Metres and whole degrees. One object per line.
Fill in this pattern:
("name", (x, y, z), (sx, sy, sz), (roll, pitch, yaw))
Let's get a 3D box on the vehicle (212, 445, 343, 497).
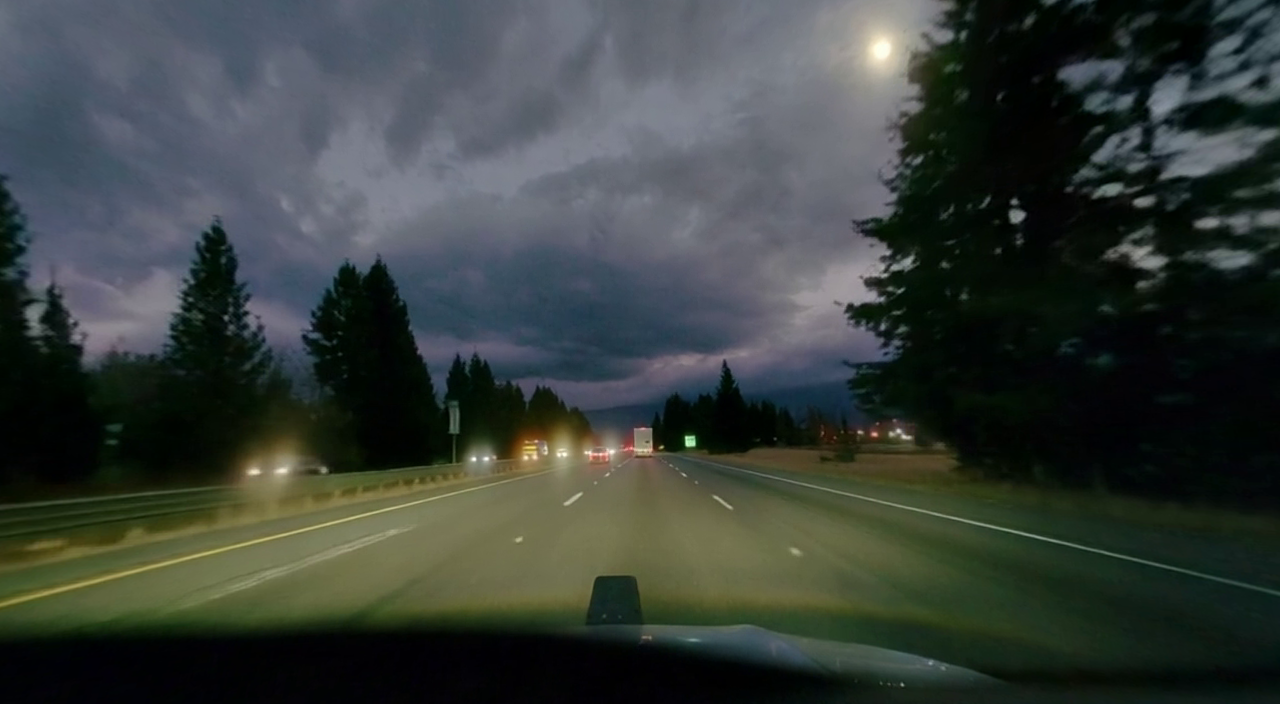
("vehicle", (-12.629, 4.138, 22.404), (1.892, 1.620, 4.611), (-1, -9, 1))
